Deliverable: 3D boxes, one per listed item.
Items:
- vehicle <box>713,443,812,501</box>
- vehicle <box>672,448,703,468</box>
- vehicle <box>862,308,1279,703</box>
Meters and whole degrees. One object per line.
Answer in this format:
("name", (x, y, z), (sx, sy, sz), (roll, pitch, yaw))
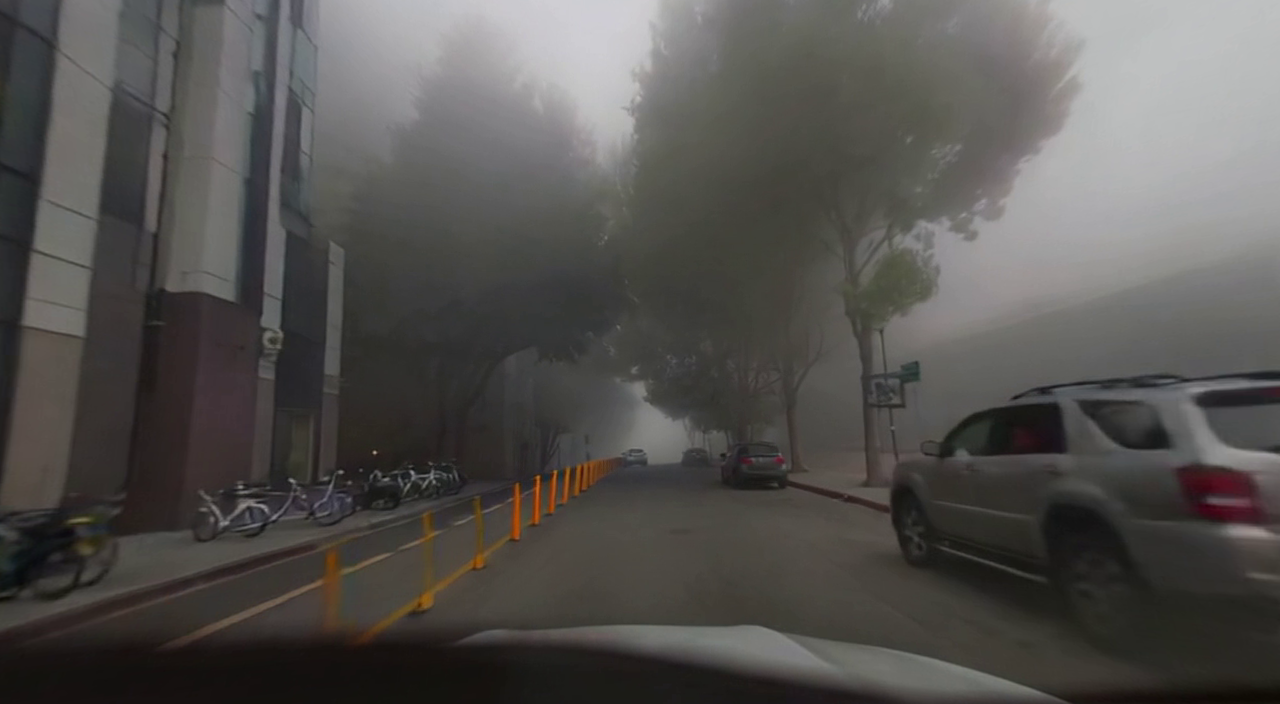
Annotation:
("vehicle", (3.421, 3.440, 18.641), (1.963, 1.445, 4.948), (-1, -9, 1))
("vehicle", (3.682, 8.216, 49.328), (2.020, 1.448, 4.220), (-1, -9, -1))
("vehicle", (3.731, 1.088, 4.877), (2.180, 1.869, 4.736), (-1, -9, -1))
